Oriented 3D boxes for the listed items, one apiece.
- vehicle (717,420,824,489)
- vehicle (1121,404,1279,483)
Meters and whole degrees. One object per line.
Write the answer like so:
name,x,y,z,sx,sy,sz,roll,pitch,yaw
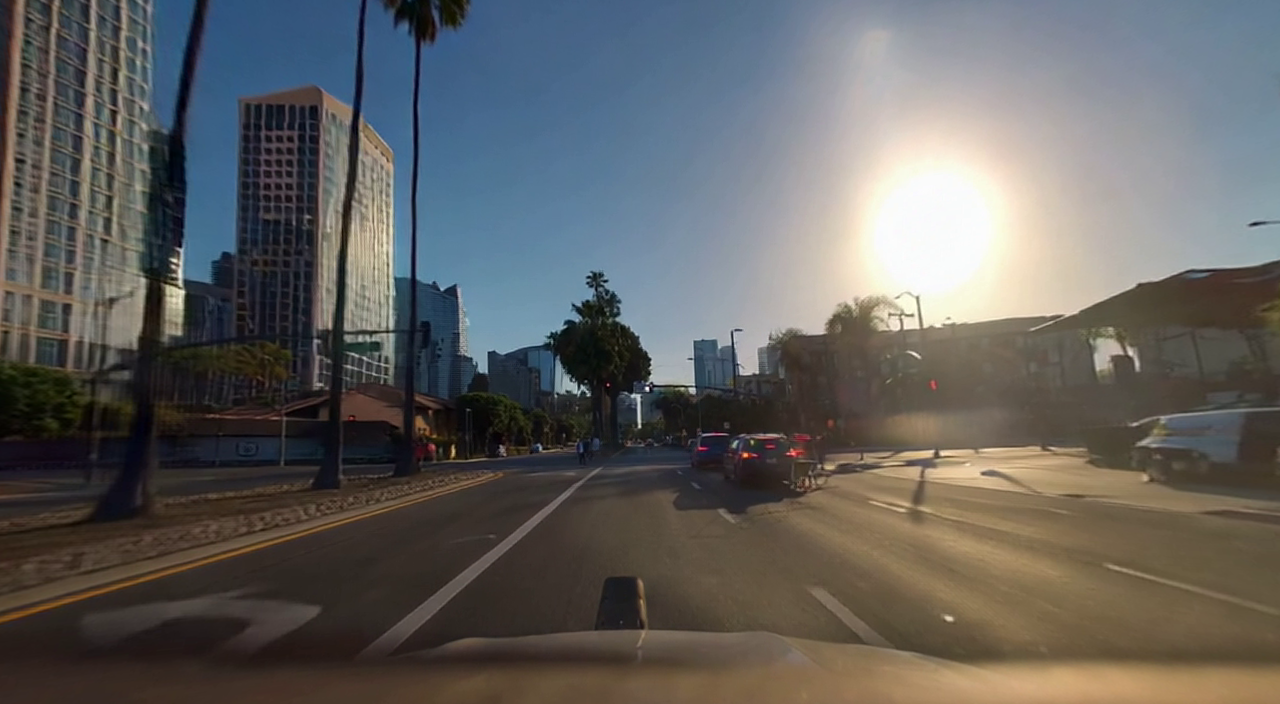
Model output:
vehicle,3.657,2.997,18.755,2.060,1.756,4.770,0,-8,-1
vehicle,15.468,2.355,16.262,4.503,1.878,2.011,0,-9,-2
